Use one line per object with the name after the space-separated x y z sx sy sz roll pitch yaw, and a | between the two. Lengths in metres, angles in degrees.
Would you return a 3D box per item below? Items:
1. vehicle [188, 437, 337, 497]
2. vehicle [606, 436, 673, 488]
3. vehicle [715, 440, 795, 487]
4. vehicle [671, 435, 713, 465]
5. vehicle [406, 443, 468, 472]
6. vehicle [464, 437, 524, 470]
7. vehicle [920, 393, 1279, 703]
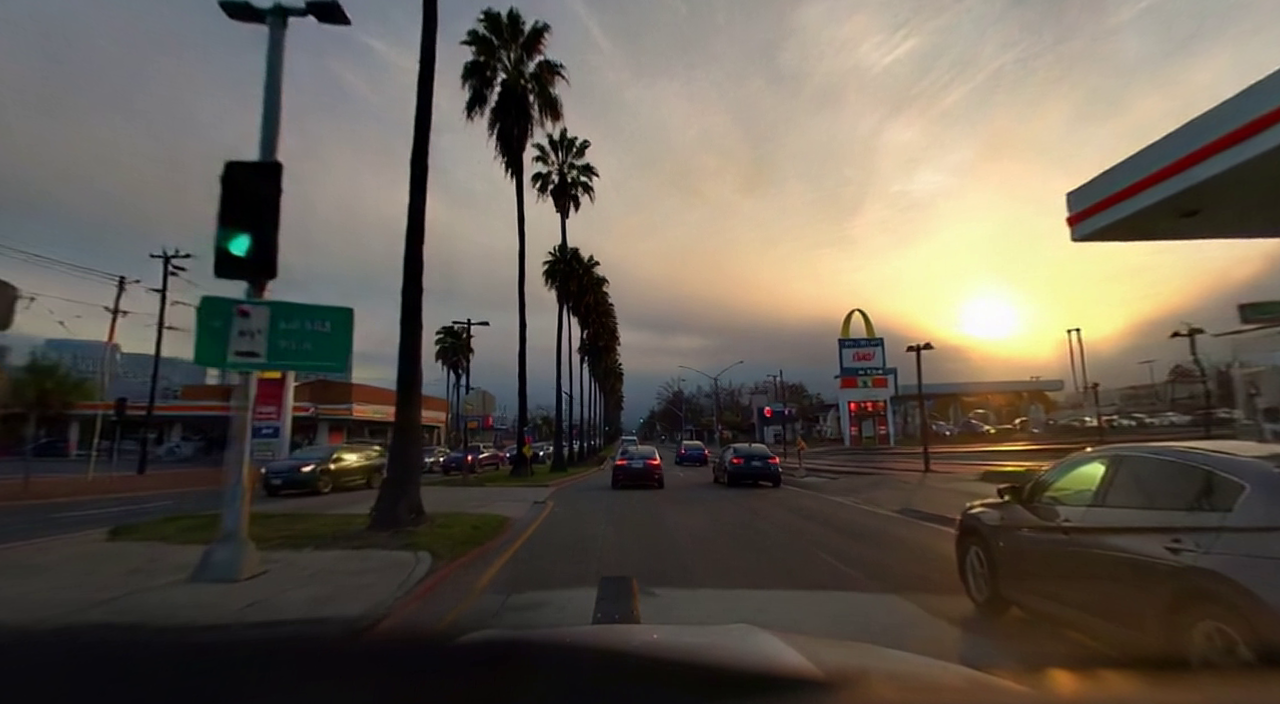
-12.155 3.713 20.793 2.006 1.737 4.537 0 -9 1 | vehicle
-0.048 3.630 21.145 2.021 1.550 4.090 0 -9 -1 | vehicle
3.818 3.779 21.751 1.889 1.448 4.262 0 -9 -1 | vehicle
3.331 6.427 41.531 2.299 1.803 5.434 0 -8 0 | vehicle
-11.394 5.951 35.724 1.908 1.506 4.397 0 -9 2 | vehicle
-8.130 5.698 35.643 1.980 1.719 4.963 -1 -9 3 | vehicle
3.491 1.048 3.433 1.987 1.474 4.198 0 -9 0 | vehicle
